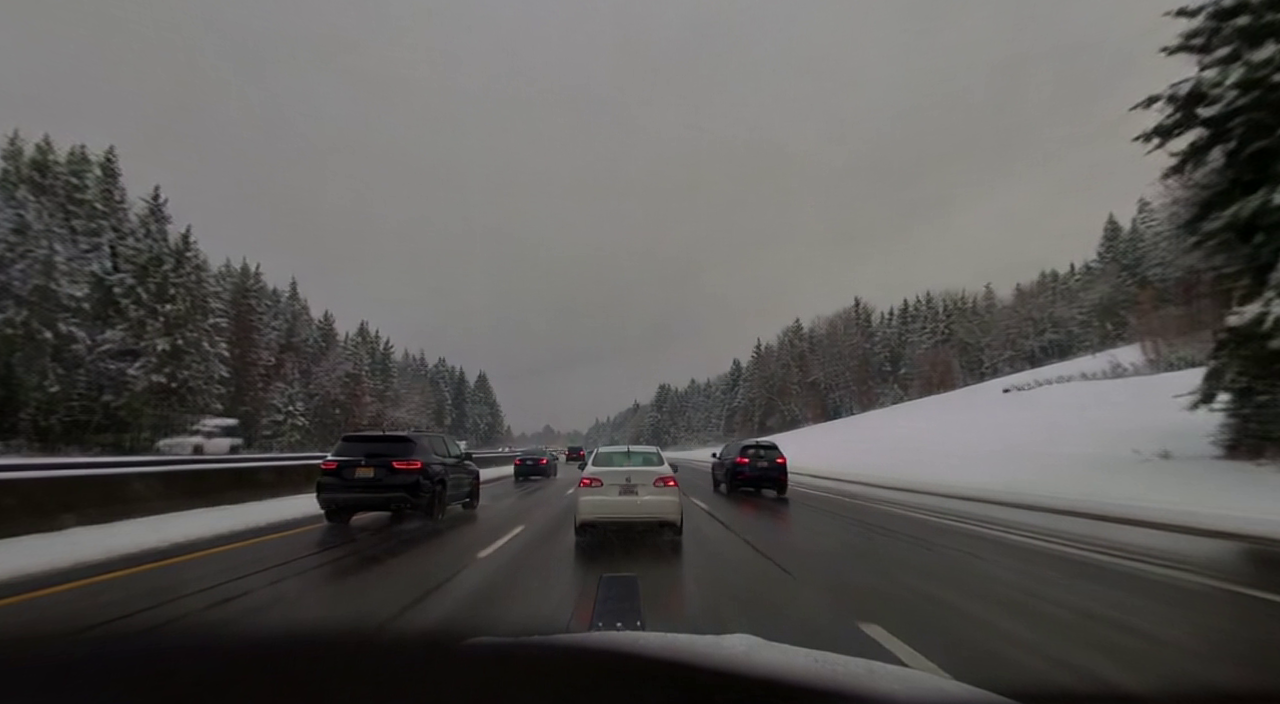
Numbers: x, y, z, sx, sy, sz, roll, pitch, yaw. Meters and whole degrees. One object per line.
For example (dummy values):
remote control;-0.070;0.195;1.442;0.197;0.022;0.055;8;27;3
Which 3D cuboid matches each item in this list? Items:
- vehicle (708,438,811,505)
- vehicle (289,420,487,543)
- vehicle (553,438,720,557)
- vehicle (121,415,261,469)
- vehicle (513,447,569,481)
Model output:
vehicle;3.283;3.388;18.298;1.996;1.688;4.207;0;-9;-2
vehicle;-4.059;2.150;11.028;1.830;1.703;4.142;0;-9;-2
vehicle;-0.115;2.182;10.178;2.120;1.478;4.179;0;-9;-2
vehicle;-17.358;3.551;24.729;2.160;1.902;4.657;0;-9;-3
vehicle;-4.641;5.296;30.034;2.122;1.491;3.800;0;-9;-1
